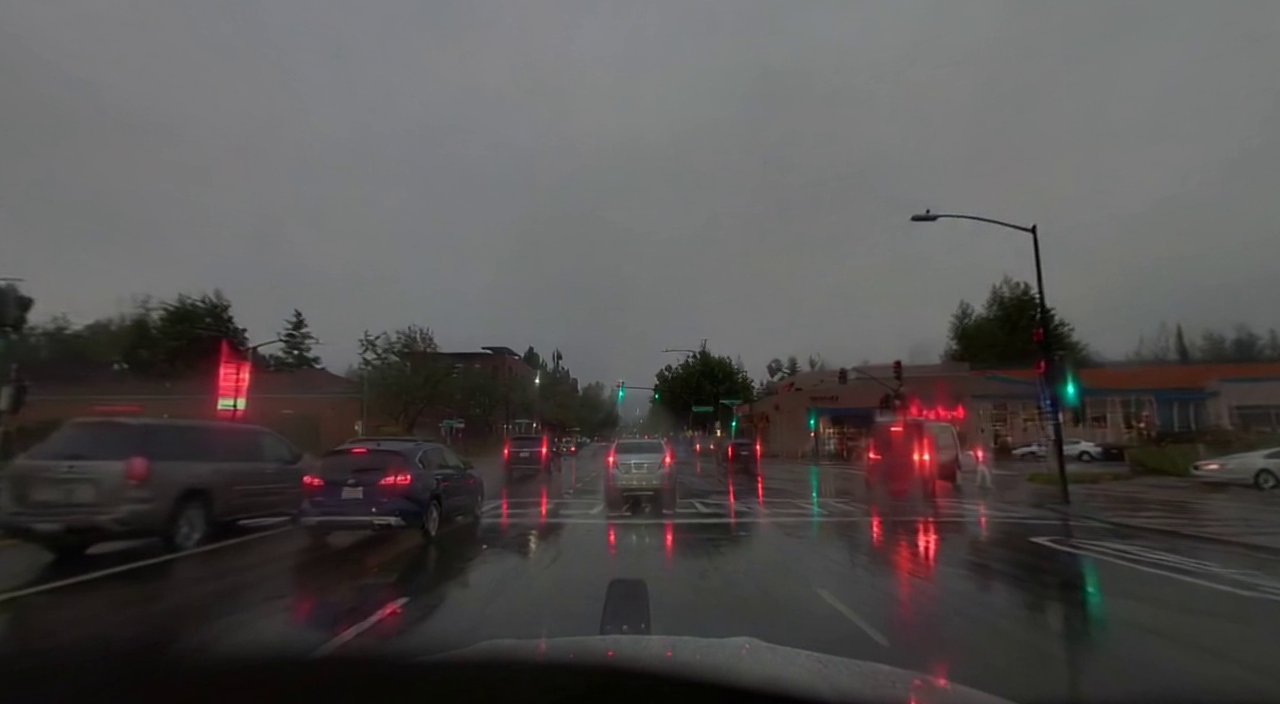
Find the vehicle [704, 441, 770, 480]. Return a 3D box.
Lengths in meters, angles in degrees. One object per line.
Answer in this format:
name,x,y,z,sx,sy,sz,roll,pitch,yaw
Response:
vehicle,3.950,4.469,26.351,1.979,1.485,4.207,0,-8,-2

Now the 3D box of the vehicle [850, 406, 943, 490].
vehicle,10.677,4.009,26.503,2.613,3.281,2.673,1,-8,-1

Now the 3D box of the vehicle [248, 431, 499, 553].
vehicle,-3.853,2.091,10.241,1.992,1.493,4.688,0,-8,0

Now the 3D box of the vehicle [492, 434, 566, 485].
vehicle,-3.975,3.907,23.198,1.983,1.685,3.997,0,-8,0

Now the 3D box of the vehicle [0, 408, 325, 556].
vehicle,-7.359,1.939,10.130,2.105,1.802,4.712,0,-8,0

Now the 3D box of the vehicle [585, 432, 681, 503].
vehicle,-0.182,2.881,16.085,2.121,1.563,4.031,0,-8,-1
